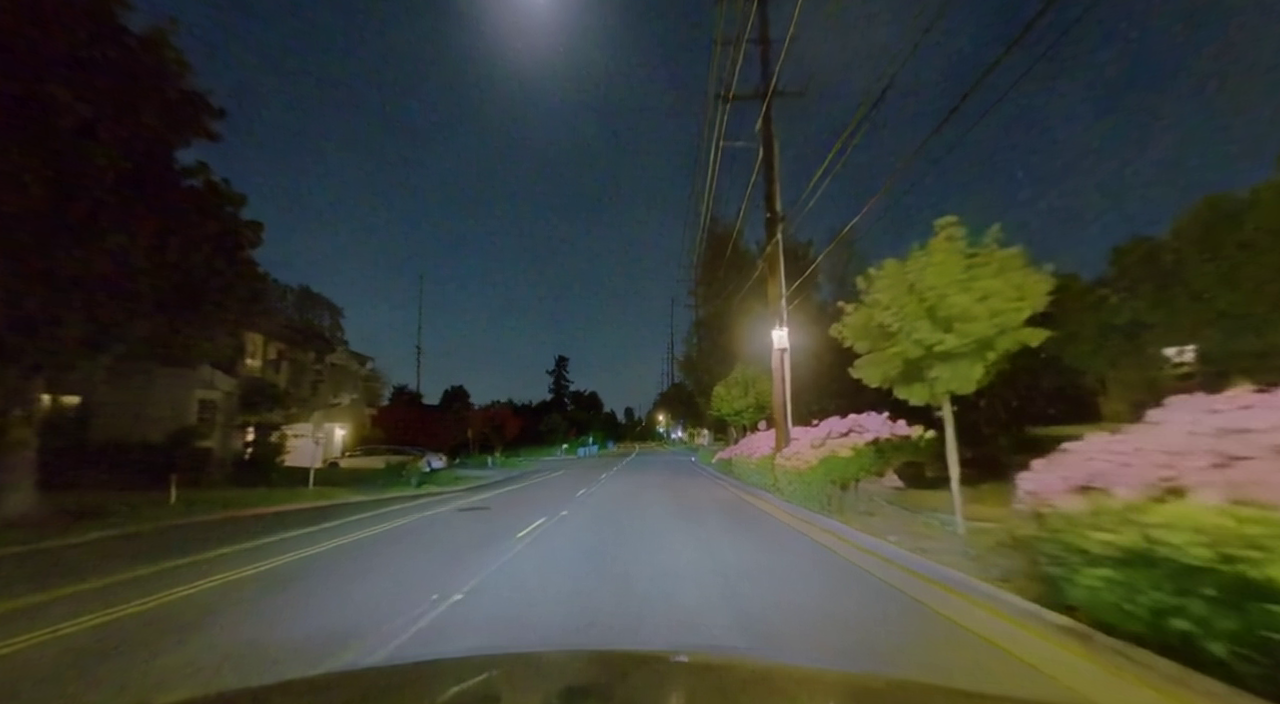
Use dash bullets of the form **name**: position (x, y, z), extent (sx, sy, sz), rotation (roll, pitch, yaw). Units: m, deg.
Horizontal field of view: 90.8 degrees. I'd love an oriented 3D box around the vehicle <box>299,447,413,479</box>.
- **vehicle**: position (-13.915, 5.456, 31.248), extent (4.554, 1.535, 2.261), rotation (0, -8, -2)
